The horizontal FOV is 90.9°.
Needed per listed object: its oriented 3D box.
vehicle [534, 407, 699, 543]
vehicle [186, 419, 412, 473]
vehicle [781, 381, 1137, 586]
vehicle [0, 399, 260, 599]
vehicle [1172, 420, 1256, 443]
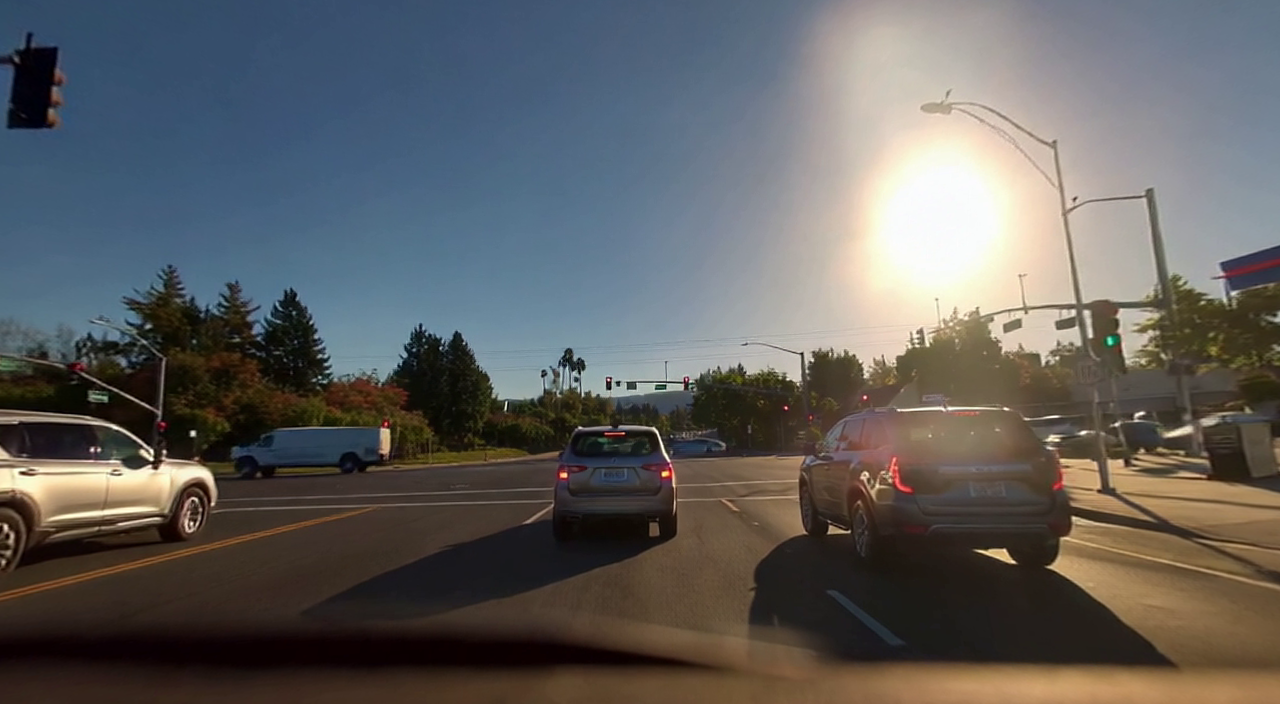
[{"bbox_3d":[-0.297,1.841,9.992,2.067,1.702,3.987,0,-8,0],"label":"vehicle"},{"bbox_3d":[-21.882,6.116,41.091,12.640,3.321,2.995,0,-8,-3],"label":"vehicle"},{"bbox_3d":[3.260,1.458,7.715,2.083,1.779,4.347,0,-8,0],"label":"vehicle"},{"bbox_3d":[-6.729,1.496,6.842,2.011,1.774,4.866,0,-8,2],"label":"vehicle"},{"bbox_3d":[40.671,5.686,44.679,4.276,1.579,1.762,0,-8,-3],"label":"vehicle"}]
